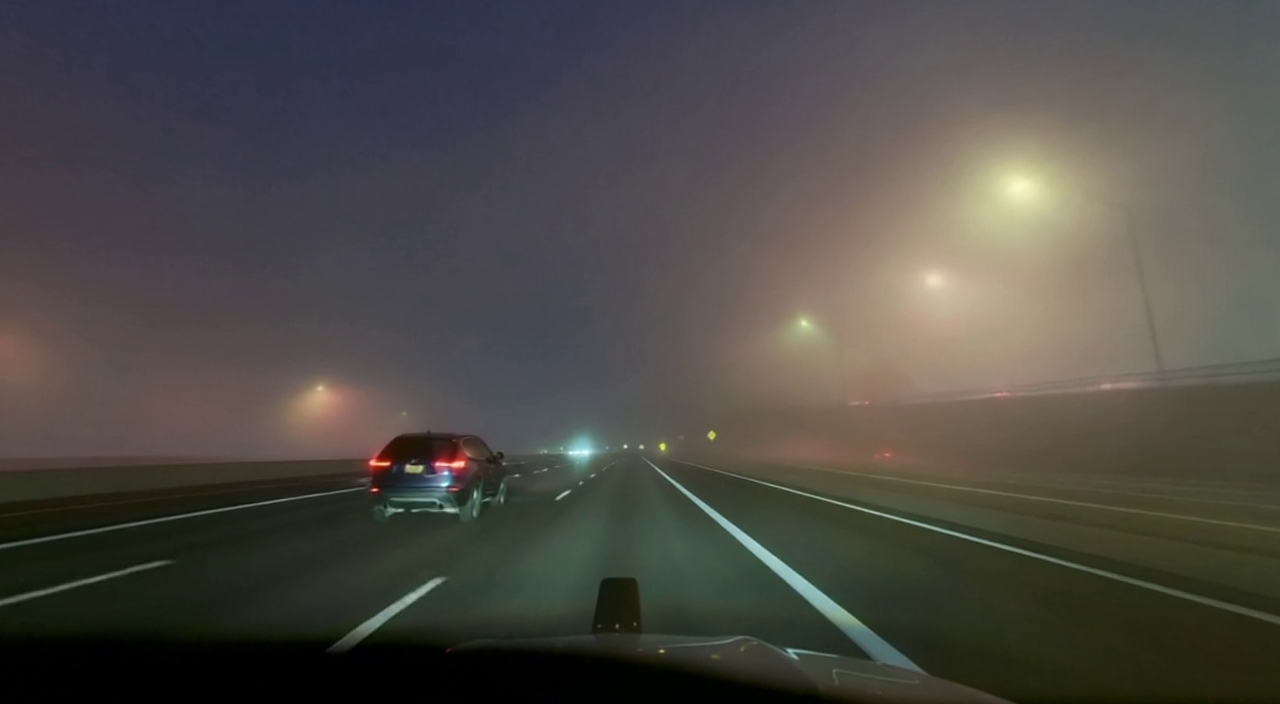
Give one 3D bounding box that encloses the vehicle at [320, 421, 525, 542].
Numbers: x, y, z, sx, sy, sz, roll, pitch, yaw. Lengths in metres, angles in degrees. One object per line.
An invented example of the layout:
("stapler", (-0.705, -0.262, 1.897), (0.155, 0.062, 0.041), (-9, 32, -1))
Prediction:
("vehicle", (-3.498, 2.167, 11.226), (2.178, 1.699, 4.321), (0, -8, -2))
